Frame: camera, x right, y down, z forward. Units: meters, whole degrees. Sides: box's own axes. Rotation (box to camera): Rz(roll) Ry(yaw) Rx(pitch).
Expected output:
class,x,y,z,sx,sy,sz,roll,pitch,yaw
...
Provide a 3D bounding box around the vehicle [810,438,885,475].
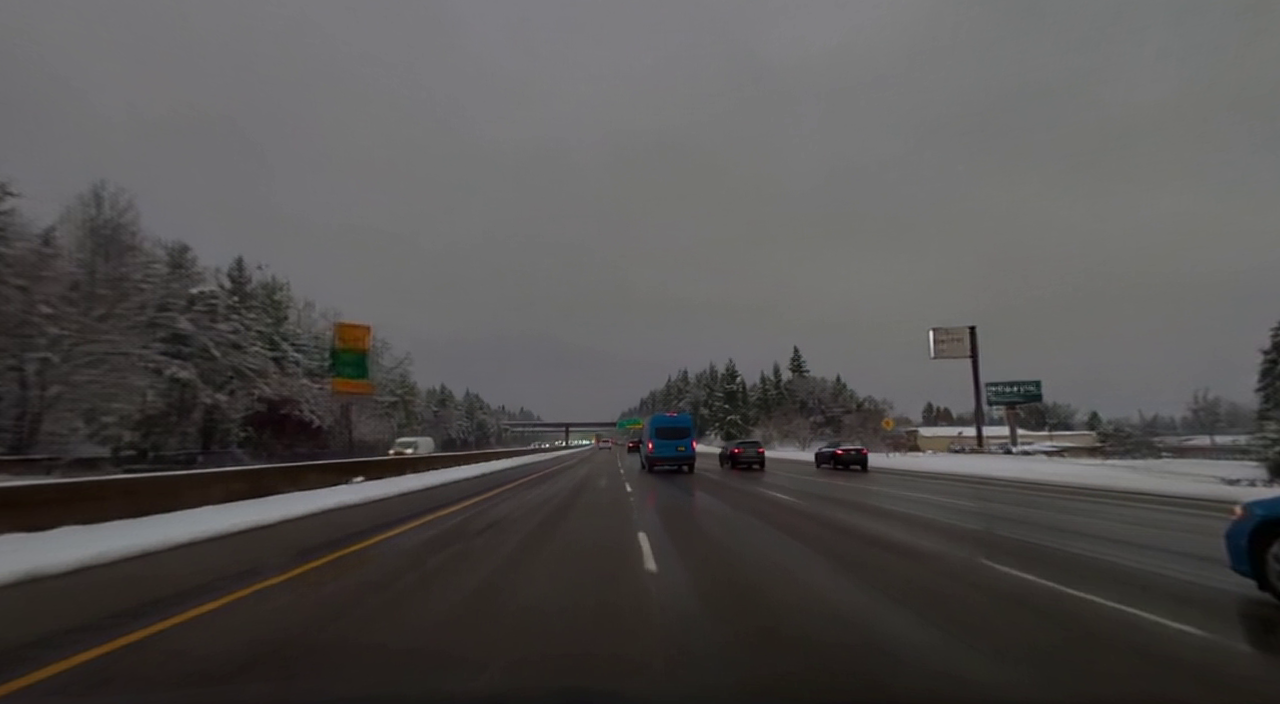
class,x,y,z,sx,sy,sz,roll,pitch,yaw
vehicle,8.950,4.522,27.416,1.874,1.496,3.586,0,-8,-4

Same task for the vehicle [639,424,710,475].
class,x,y,z,sx,sy,sz,roll,pitch,yaw
vehicle,1.402,4.380,28.398,2.546,2.087,5.404,0,-8,-4

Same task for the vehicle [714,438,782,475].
class,x,y,z,sx,sy,sz,roll,pitch,yaw
vehicle,4.679,4.584,27.786,2.099,1.510,3.784,0,-8,-4
